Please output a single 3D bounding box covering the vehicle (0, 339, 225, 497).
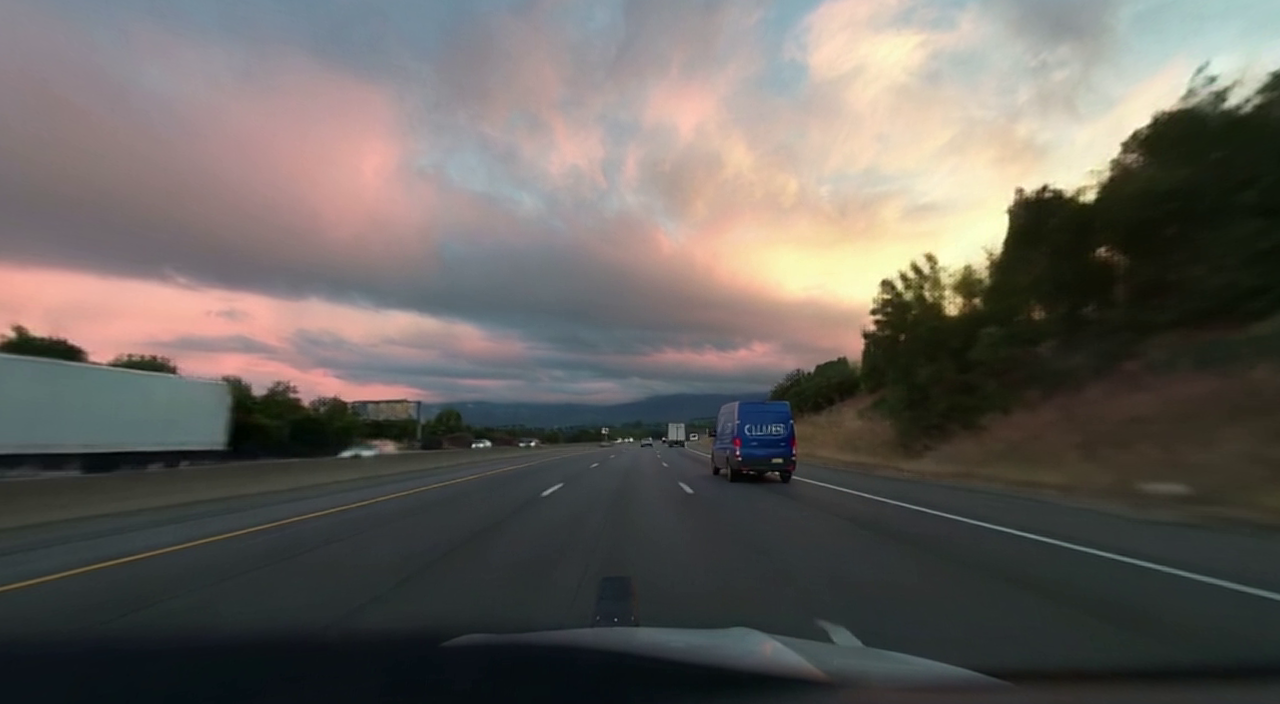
[{"bbox_3d":[-18.301,1.995,18.229,2.910,4.115,14.247,0,-8,0],"label":"vehicle"}]

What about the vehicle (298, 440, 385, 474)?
[{"bbox_3d":[-14.143,4.956,30.141,1.884,1.469,4.674,0,-8,0],"label":"vehicle"}]

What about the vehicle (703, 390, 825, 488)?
[{"bbox_3d":[3.564,2.698,19.548,2.485,2.562,5.535,0,-8,-2],"label":"vehicle"}]
